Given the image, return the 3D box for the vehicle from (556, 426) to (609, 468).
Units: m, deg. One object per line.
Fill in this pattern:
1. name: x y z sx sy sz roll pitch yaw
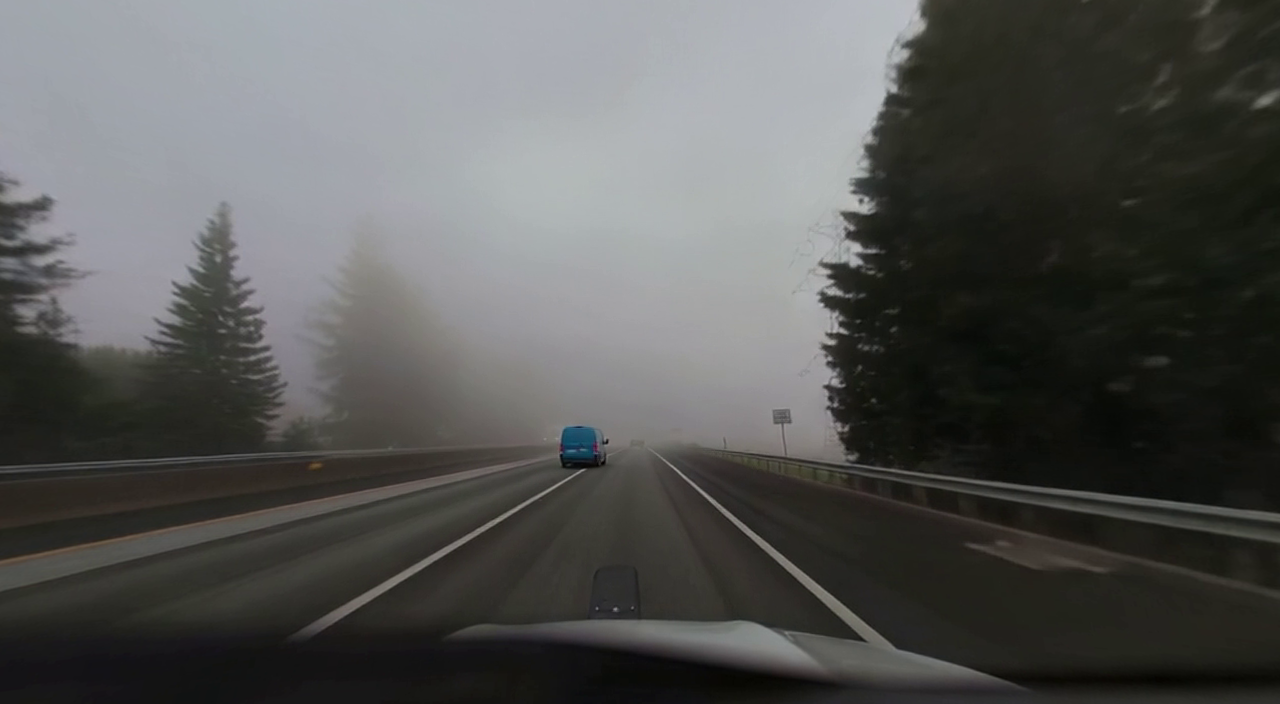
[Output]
1. vehicle: -2.656 4.531 30.187 2.041 1.856 4.353 0 -8 1
